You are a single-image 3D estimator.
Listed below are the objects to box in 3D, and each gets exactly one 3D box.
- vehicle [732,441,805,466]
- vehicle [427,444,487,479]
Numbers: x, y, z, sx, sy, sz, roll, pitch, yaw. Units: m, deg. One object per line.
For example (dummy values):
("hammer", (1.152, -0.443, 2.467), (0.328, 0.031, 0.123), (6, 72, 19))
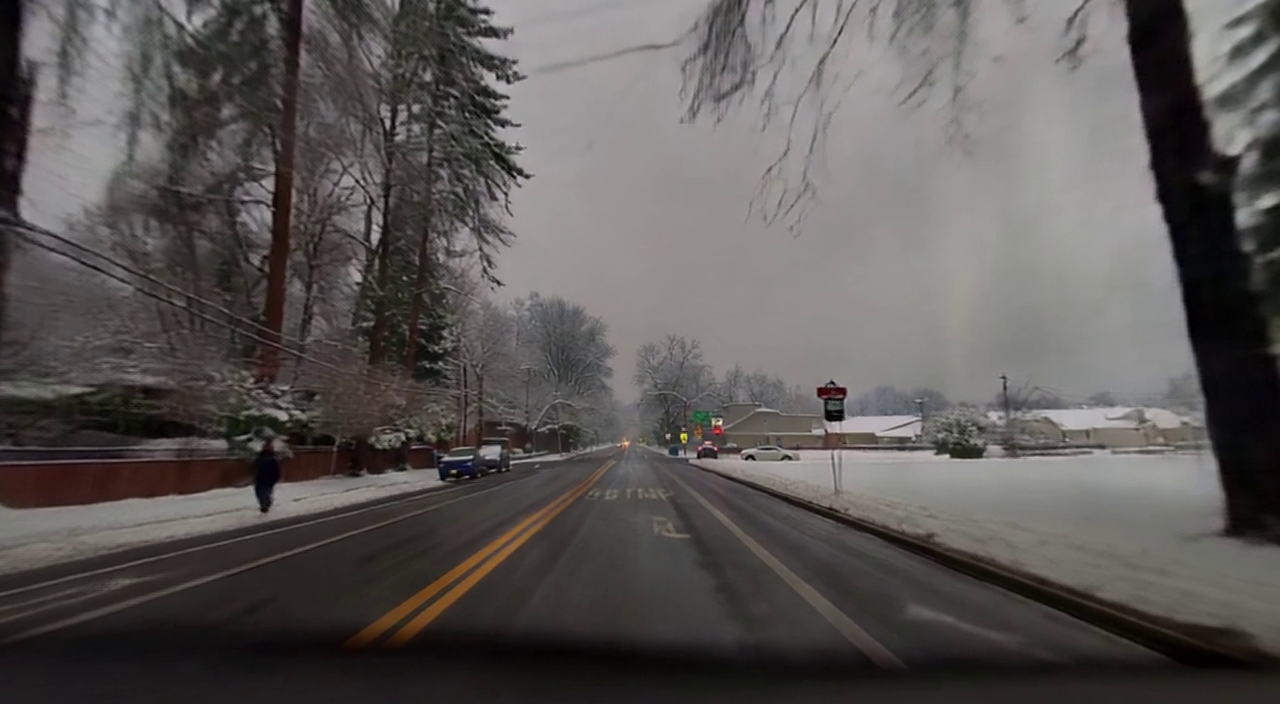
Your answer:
("vehicle", (8.097, 6.428, 40.016), (4.438, 1.466, 1.943), (-1, -8, 8))
("vehicle", (-9.354, 5.587, 32.473), (1.998, 1.684, 4.180), (1, -8, -3))
